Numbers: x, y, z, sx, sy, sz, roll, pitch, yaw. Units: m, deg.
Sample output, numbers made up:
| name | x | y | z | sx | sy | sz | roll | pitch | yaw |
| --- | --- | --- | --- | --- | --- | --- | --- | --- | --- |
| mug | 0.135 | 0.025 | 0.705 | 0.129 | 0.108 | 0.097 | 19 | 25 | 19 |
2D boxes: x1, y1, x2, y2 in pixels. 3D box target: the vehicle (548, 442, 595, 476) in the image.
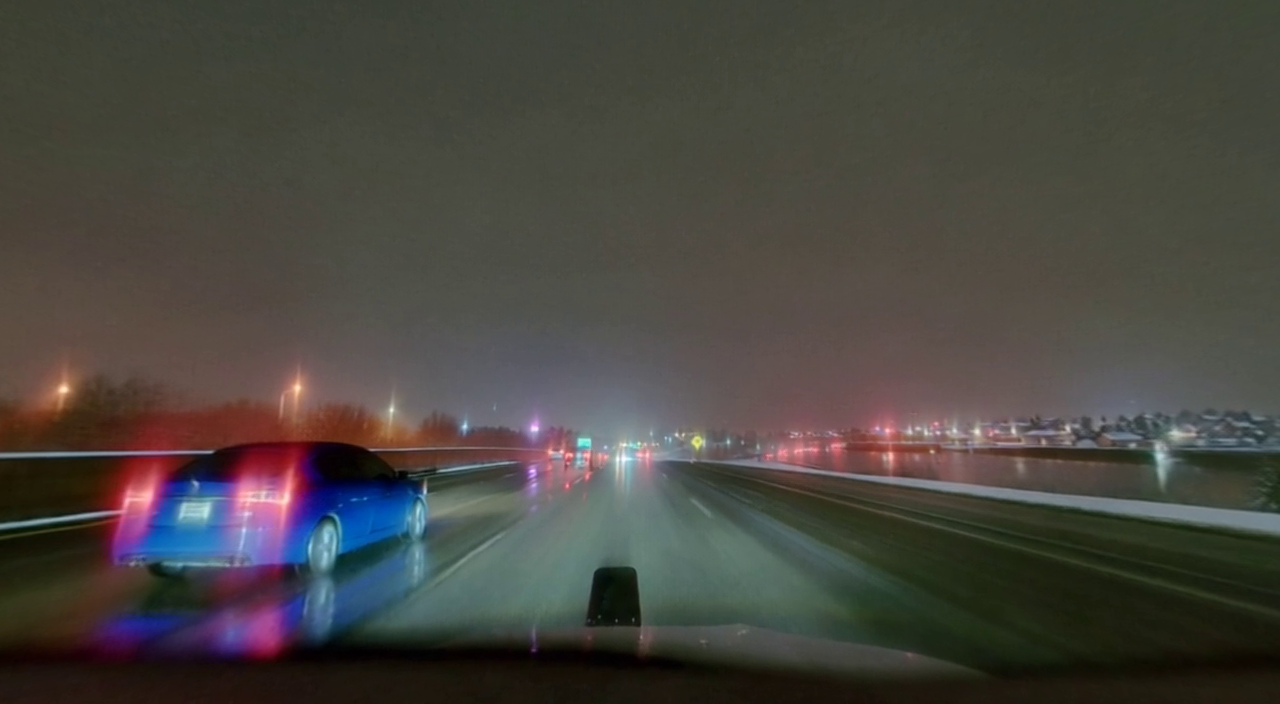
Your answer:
| name | x | y | z | sx | sy | sz | roll | pitch | yaw |
| --- | --- | --- | --- | --- | --- | --- | --- | --- | --- |
| vehicle | -3.635 | 5.754 | 34.337 | 2.075 | 1.702 | 4.257 | 0 | -9 | 0 |

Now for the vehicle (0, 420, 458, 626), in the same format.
| name | x | y | z | sx | sy | sz | roll | pitch | yaw |
| --- | --- | --- | --- | --- | --- | --- | --- | --- | --- |
| vehicle | -3.724 | 1.582 | 6.890 | 2.114 | 1.480 | 4.473 | 0 | -9 | 0 |
